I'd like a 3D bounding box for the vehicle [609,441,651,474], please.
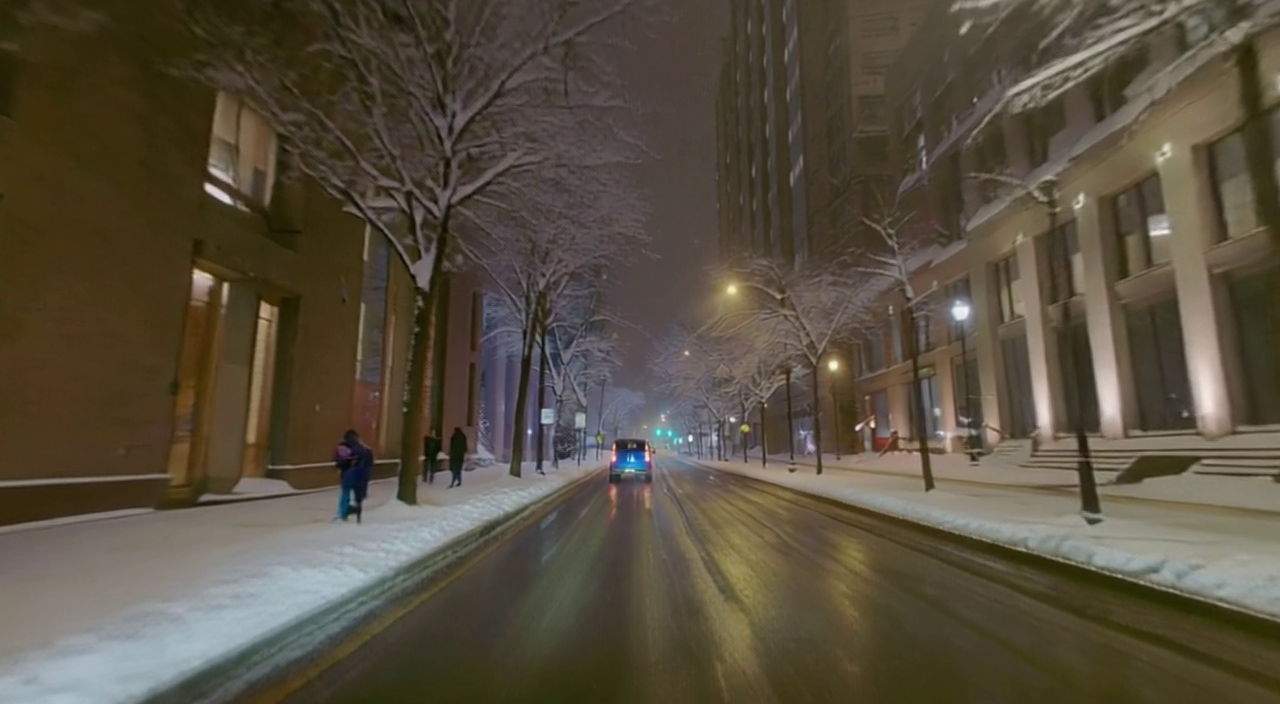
[{"bbox_3d":[-0.498,5.482,32.929,2.079,1.621,3.861,0,-8,-1],"label":"vehicle"}]
